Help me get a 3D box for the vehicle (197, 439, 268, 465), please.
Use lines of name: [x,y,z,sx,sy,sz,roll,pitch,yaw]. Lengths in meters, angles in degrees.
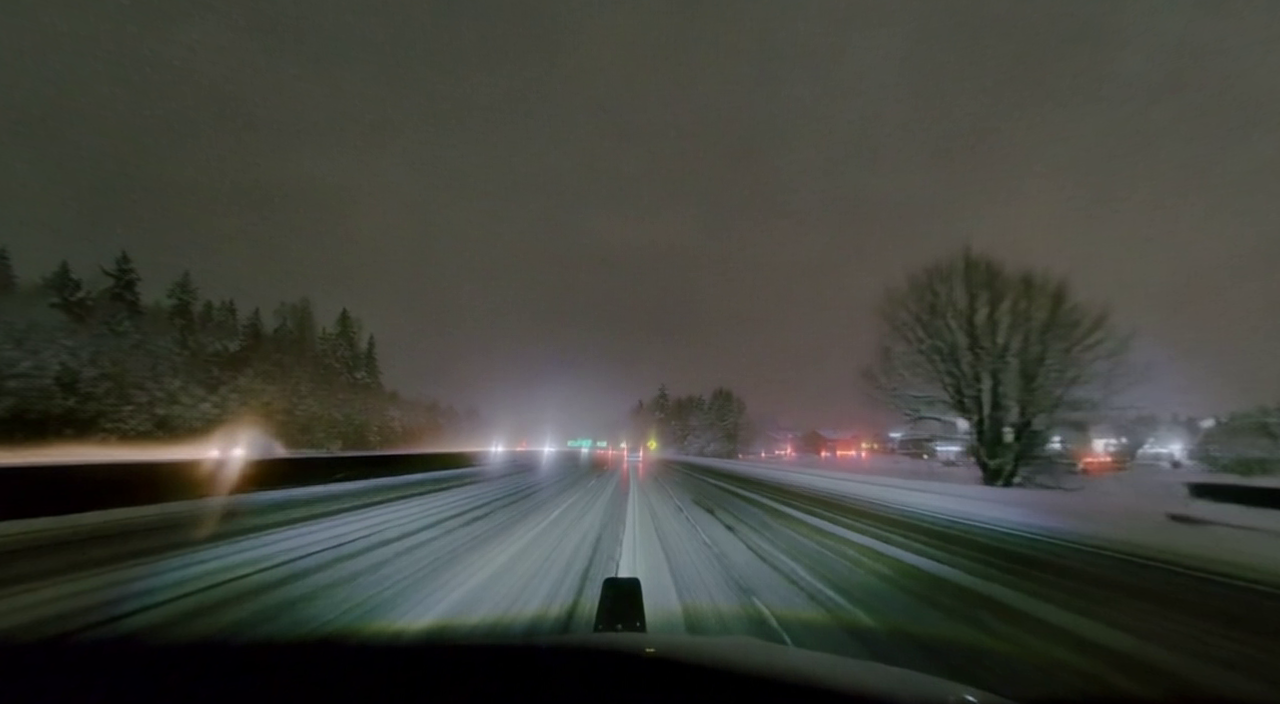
vehicle: [-25.066,6.170,38.936,1.786,1.465,3.860,0,-9,-1]
